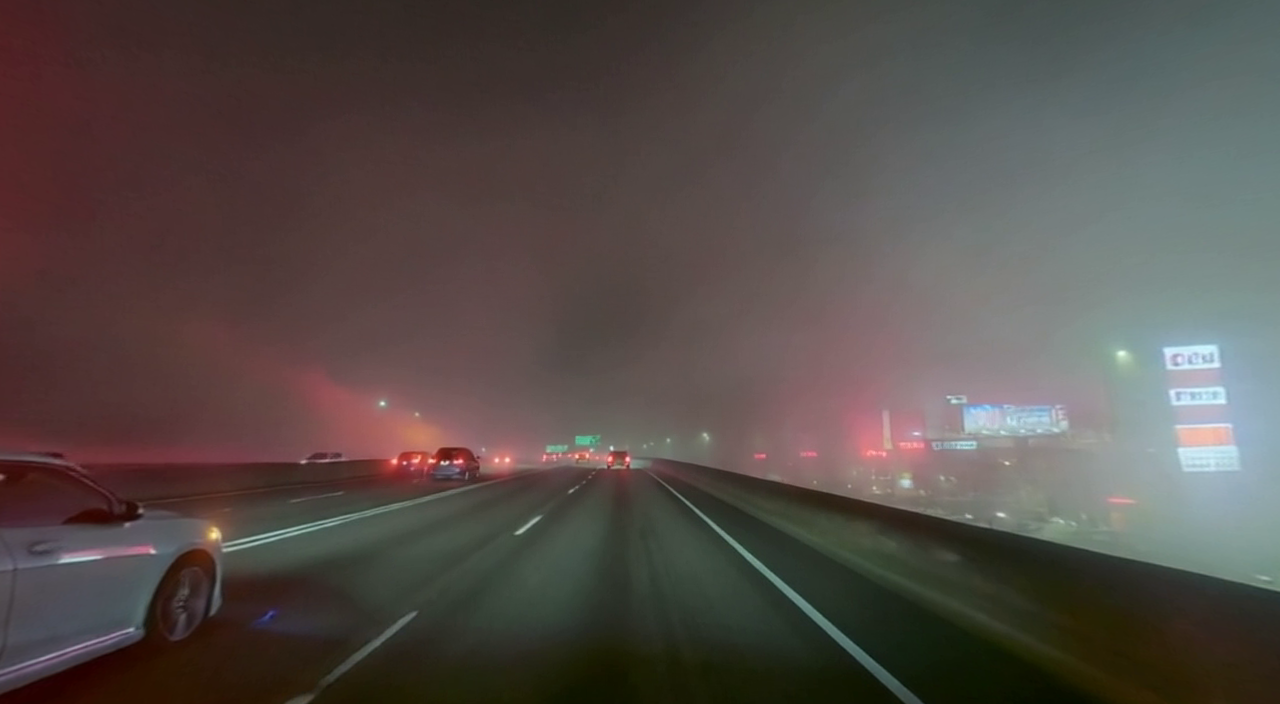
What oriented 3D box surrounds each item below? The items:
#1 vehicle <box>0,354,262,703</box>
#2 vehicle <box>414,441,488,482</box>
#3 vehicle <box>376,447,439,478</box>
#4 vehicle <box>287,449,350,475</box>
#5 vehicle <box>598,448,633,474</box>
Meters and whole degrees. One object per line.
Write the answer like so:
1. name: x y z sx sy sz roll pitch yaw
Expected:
1. vehicle: -3.686 0.791 2.028 2.036 1.717 4.592 0 -8 0
2. vehicle: -8.452 4.924 28.608 2.065 1.689 4.399 0 -8 -1
3. vehicle: -12.336 5.870 33.655 1.936 1.501 3.900 0 -8 -1
4. vehicle: -21.617 7.358 42.545 1.928 1.610 4.484 0 -8 -2
5. vehicle: -1.559 6.826 39.808 2.110 1.501 4.319 0 -8 -2
